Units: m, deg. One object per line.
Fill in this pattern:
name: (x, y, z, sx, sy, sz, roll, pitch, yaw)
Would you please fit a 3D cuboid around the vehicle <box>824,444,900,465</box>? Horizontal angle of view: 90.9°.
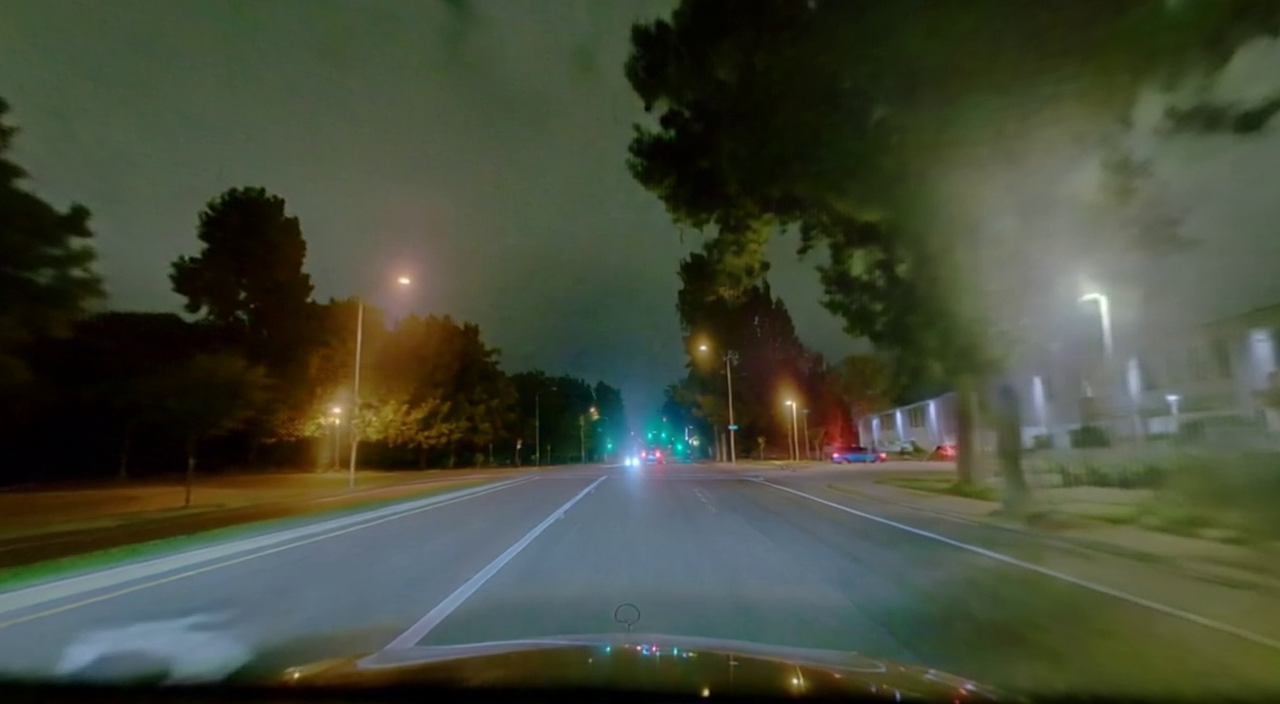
vehicle: (16.200, 7.512, 46.144, 4.824, 1.462, 1.974, 0, -9, -1)
